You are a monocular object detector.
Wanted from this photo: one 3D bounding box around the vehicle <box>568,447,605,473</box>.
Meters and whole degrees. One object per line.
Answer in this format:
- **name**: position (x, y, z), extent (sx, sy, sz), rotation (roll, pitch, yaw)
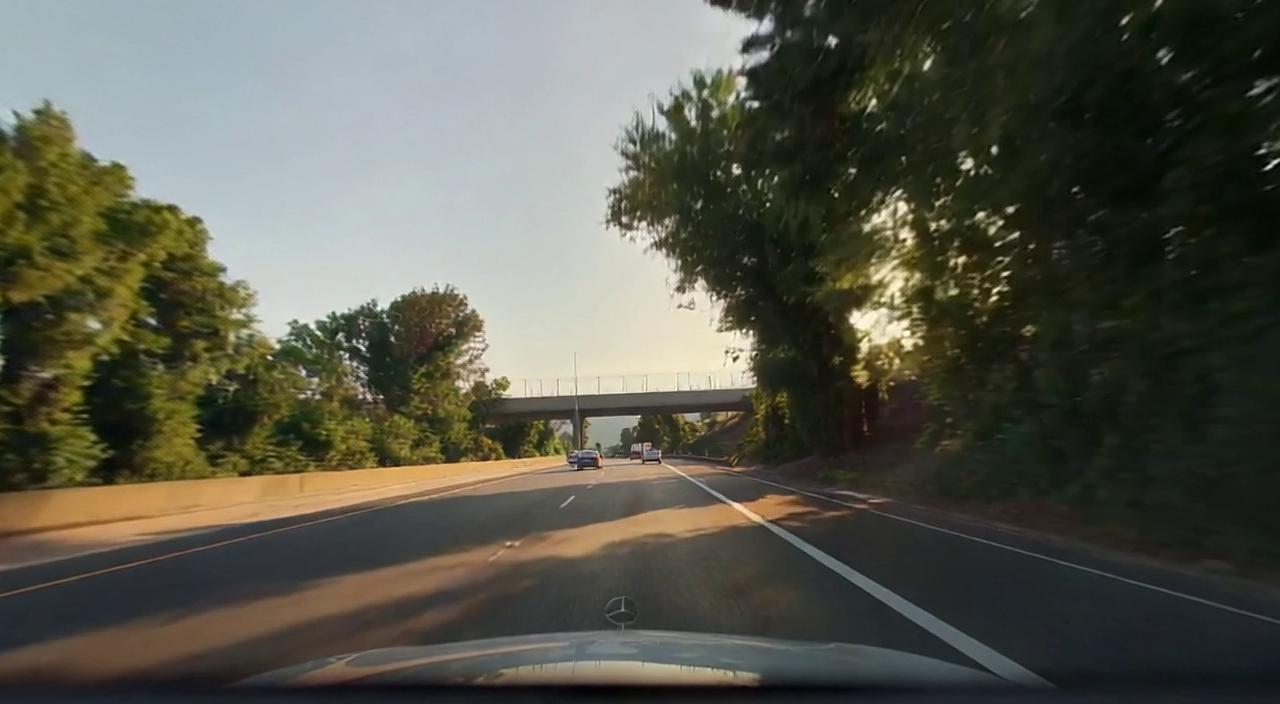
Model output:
- **vehicle**: position (-3.460, 7.077, 41.490), extent (2.049, 1.575, 4.019), rotation (0, -9, 0)
